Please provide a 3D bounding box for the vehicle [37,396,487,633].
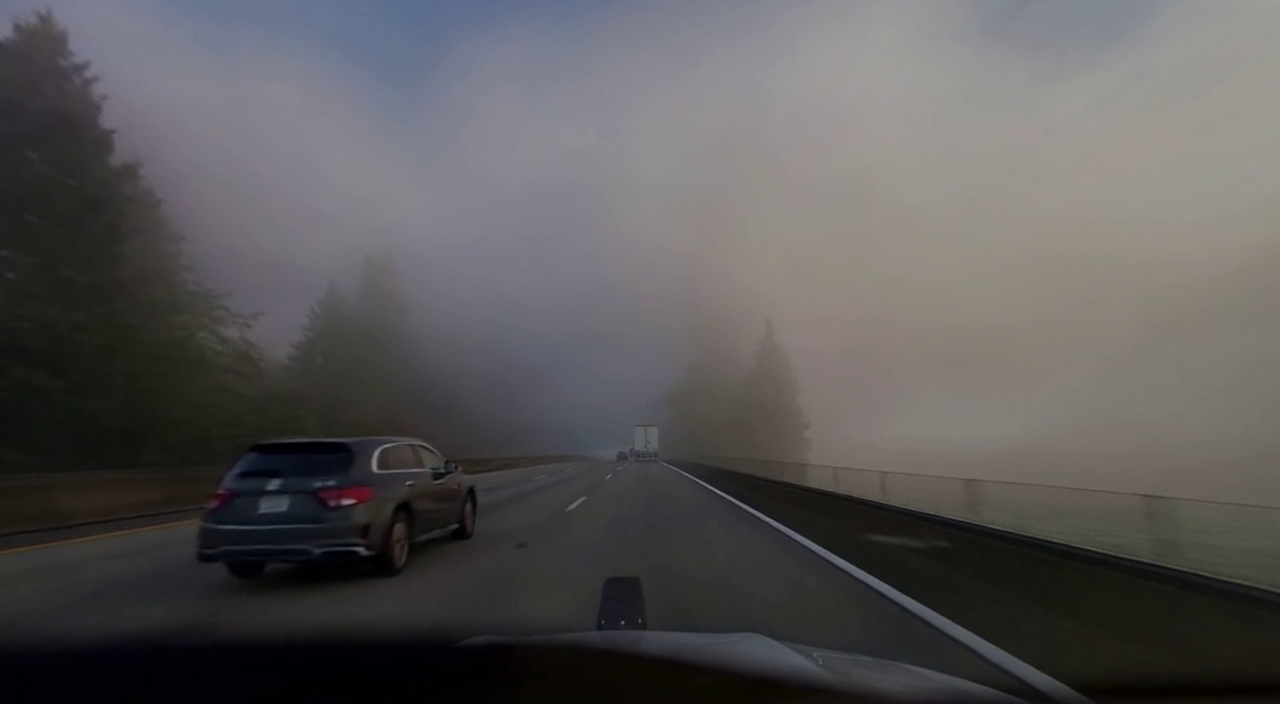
[{"bbox_3d":[-3.277,1.522,6.900,2.017,1.680,4.636,0,-9,0],"label":"vehicle"}]
